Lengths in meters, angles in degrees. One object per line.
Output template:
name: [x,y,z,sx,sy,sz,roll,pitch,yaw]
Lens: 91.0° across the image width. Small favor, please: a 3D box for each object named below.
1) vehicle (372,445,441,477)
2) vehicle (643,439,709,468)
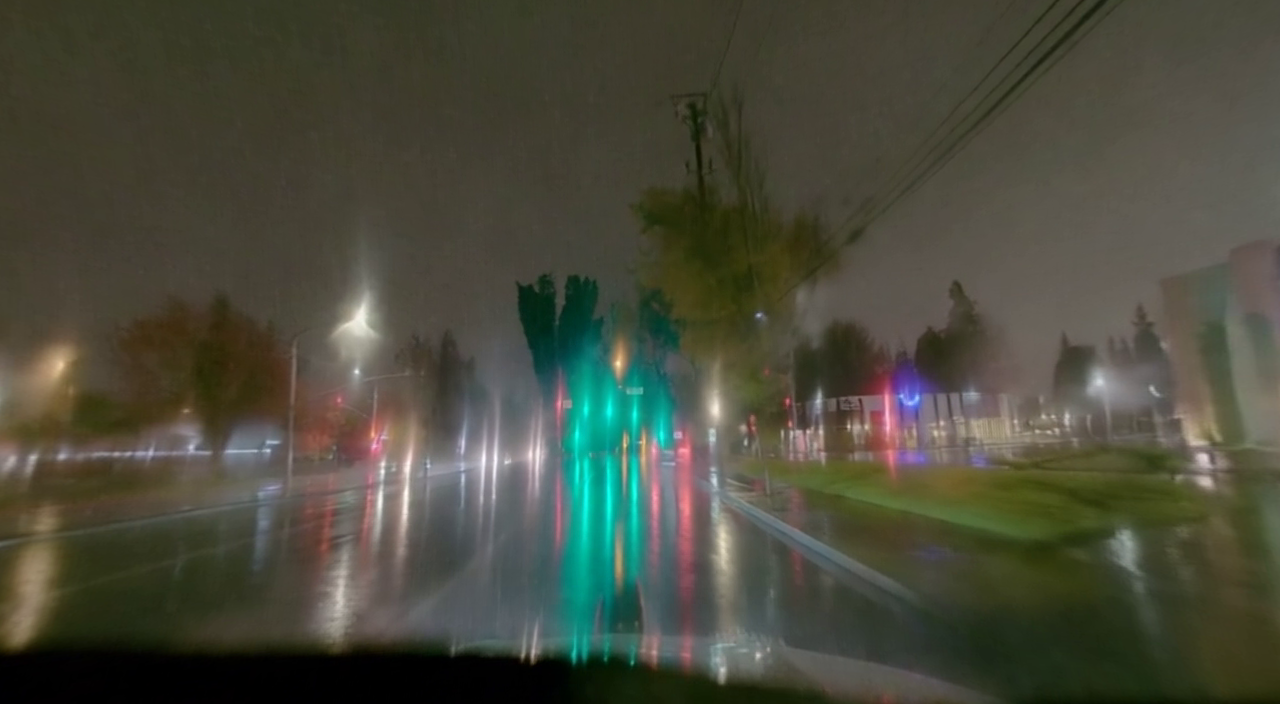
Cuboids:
vehicle: [-13.003,6.063,35.362,2.145,1.660,4.423,0,-9,0]
vehicle: [2.227,6.117,38.123,2.191,1.607,4.361,-5,-10,31]
